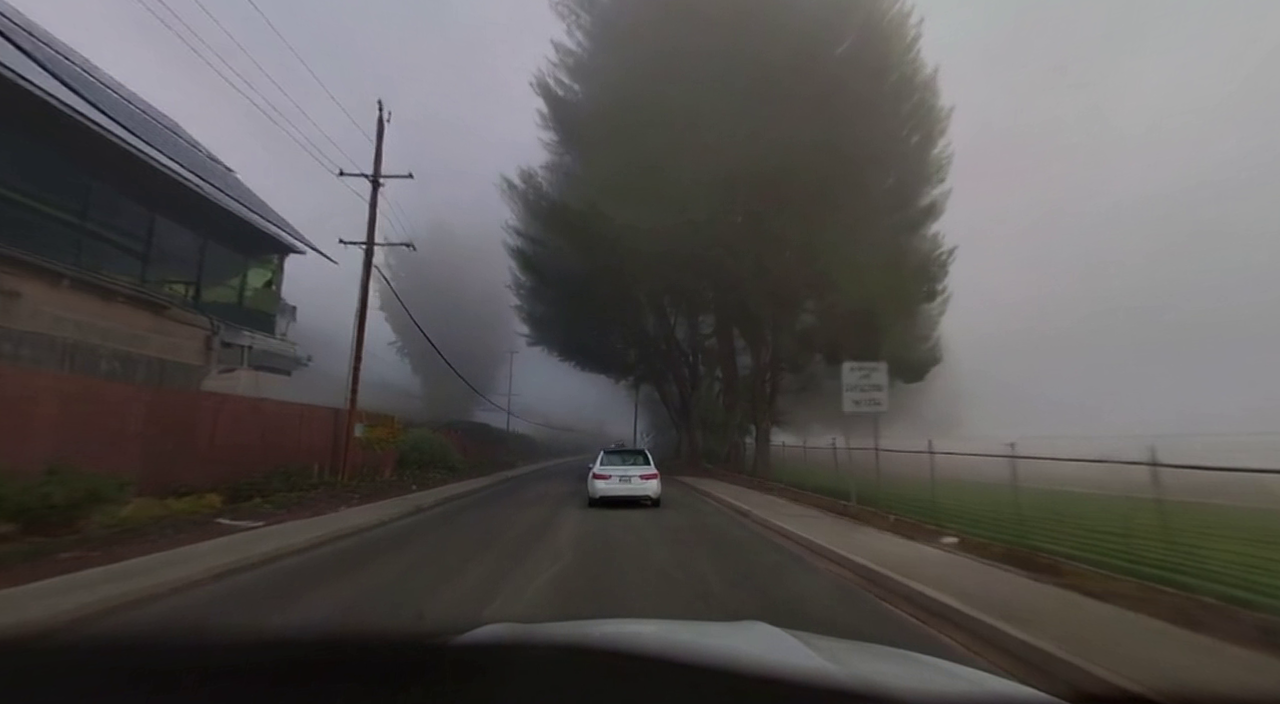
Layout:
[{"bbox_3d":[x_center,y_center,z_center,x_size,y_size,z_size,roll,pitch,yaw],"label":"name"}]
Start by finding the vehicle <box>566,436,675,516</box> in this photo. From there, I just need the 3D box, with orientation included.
[{"bbox_3d":[-0.446,2.624,13.929,2.060,1.487,3.920,0,-8,-2],"label":"vehicle"}]
